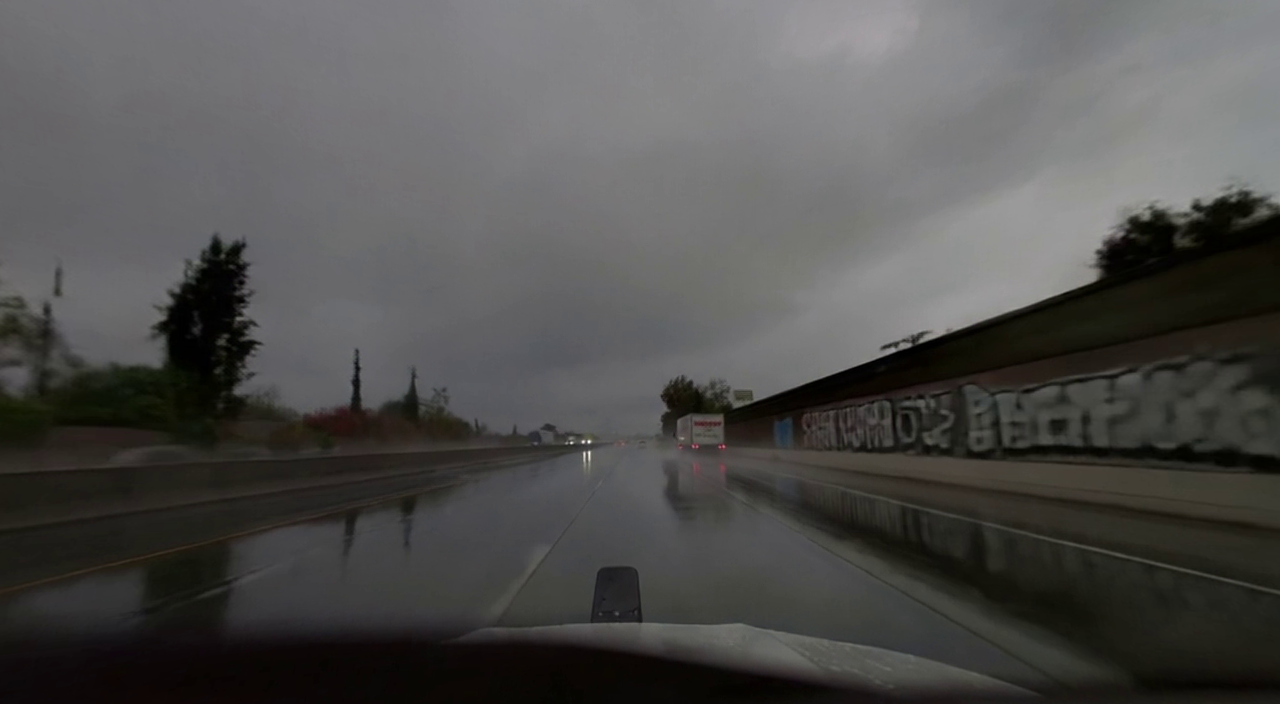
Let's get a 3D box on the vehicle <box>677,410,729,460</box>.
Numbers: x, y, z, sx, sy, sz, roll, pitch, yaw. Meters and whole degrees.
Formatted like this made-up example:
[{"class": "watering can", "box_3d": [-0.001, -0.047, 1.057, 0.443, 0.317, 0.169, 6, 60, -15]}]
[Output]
[{"class": "vehicle", "box_3d": [4.700, 6.516, 49.105, 2.949, 3.470, 10.539, -1, -8, 0]}]
